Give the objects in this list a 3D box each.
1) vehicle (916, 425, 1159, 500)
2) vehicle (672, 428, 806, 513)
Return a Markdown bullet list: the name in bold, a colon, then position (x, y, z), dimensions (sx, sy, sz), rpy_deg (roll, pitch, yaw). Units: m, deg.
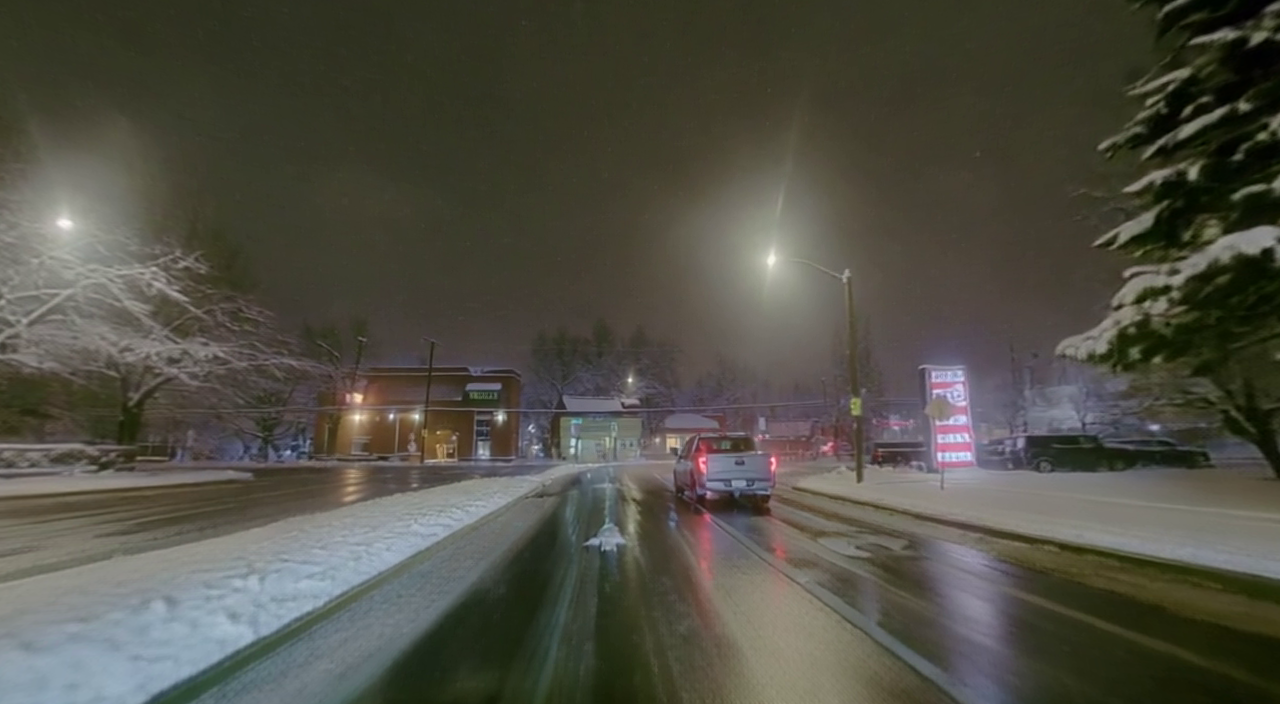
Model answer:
- **vehicle**: position (14.976, 4.224, 24.206), dimensions (7.551, 2.142, 2.896), rpy_deg (5, -10, -3)
- **vehicle**: position (2.443, 3.154, 17.472), dimensions (2.402, 1.922, 5.677), rpy_deg (1, -8, -4)
